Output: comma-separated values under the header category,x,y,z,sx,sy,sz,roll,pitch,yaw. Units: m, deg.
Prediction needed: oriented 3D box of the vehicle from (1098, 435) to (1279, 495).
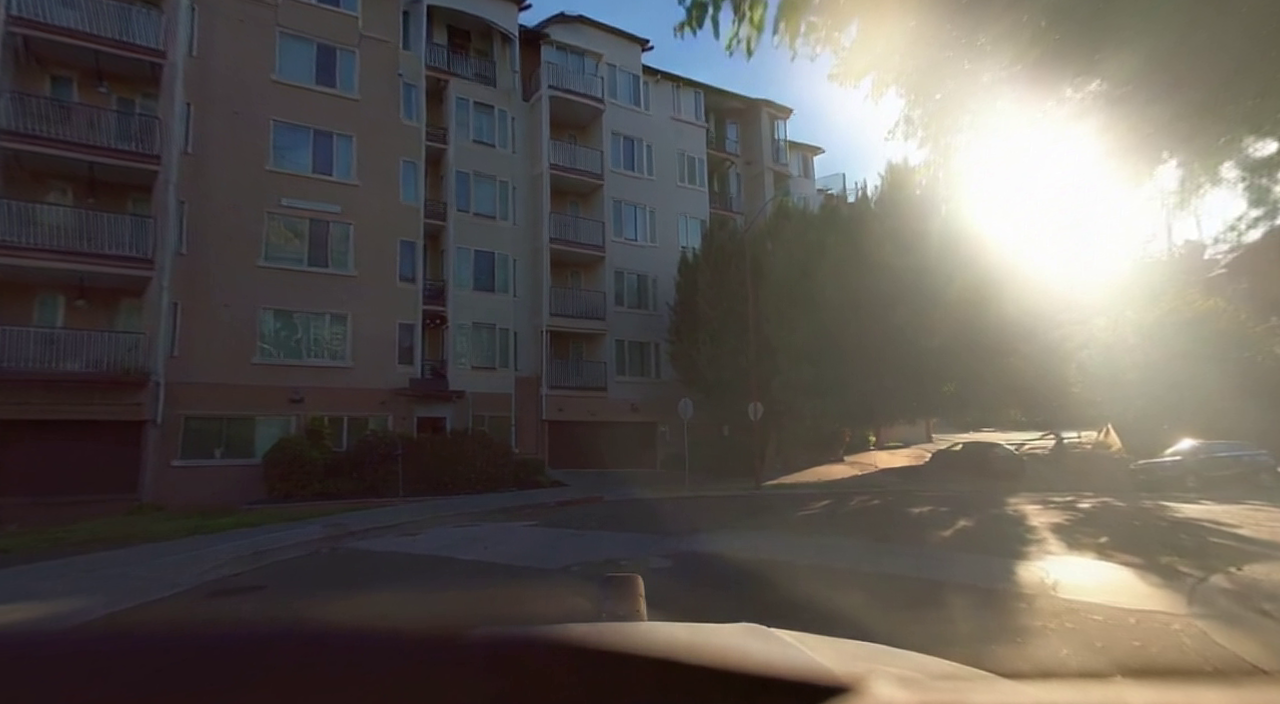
category,x,y,z,sx,sy,sz,roll,pitch,yaw
vehicle,17.365,3.491,19.732,4.584,1.744,1.946,0,-8,-3

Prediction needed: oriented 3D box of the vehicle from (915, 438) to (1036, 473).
category,x,y,z,sx,sy,sz,roll,pitch,yaw
vehicle,14.939,4.574,28.206,4.714,1.458,1.812,2,-9,-15
